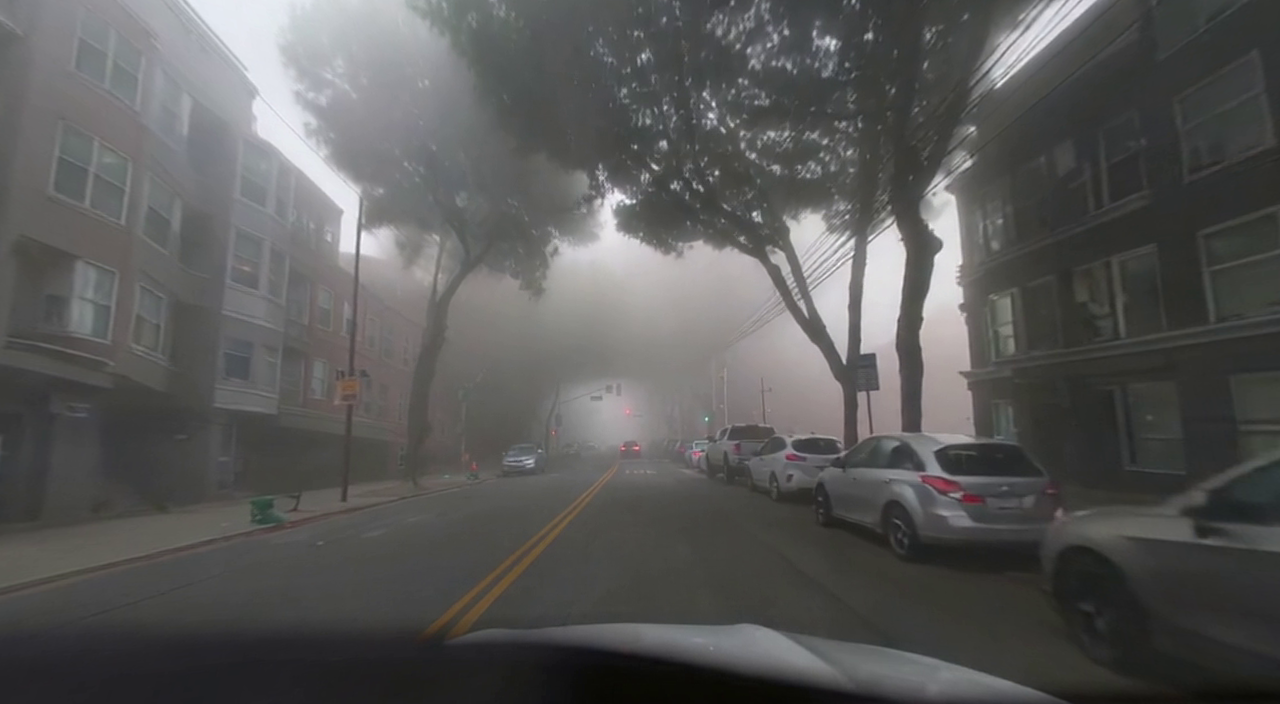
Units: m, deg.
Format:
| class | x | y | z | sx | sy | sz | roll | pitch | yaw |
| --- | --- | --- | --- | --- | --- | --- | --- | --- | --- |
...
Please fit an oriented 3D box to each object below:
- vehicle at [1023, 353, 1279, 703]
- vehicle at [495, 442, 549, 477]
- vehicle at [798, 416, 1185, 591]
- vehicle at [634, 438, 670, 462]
| class | x | y | z | sx | sy | sz | roll | pitch | yaw |
| --- | --- | --- | --- | --- | --- | --- | --- | --- | --- |
| vehicle | 3.540 | 0.743 | 1.884 | 1.996 | 1.642 | 4.472 | 0 | -8 | 0 |
| vehicle | -6.367 | 5.826 | 34.611 | 2.013 | 1.772 | 4.439 | 0 | -8 | 2 |
| vehicle | 3.637 | 1.658 | 7.916 | 2.066 | 1.494 | 4.843 | 0 | -8 | 0 |
| vehicle | 0.941 | 7.133 | 46.213 | 2.111 | 1.619 | 4.077 | -1 | -8 | 8 |
